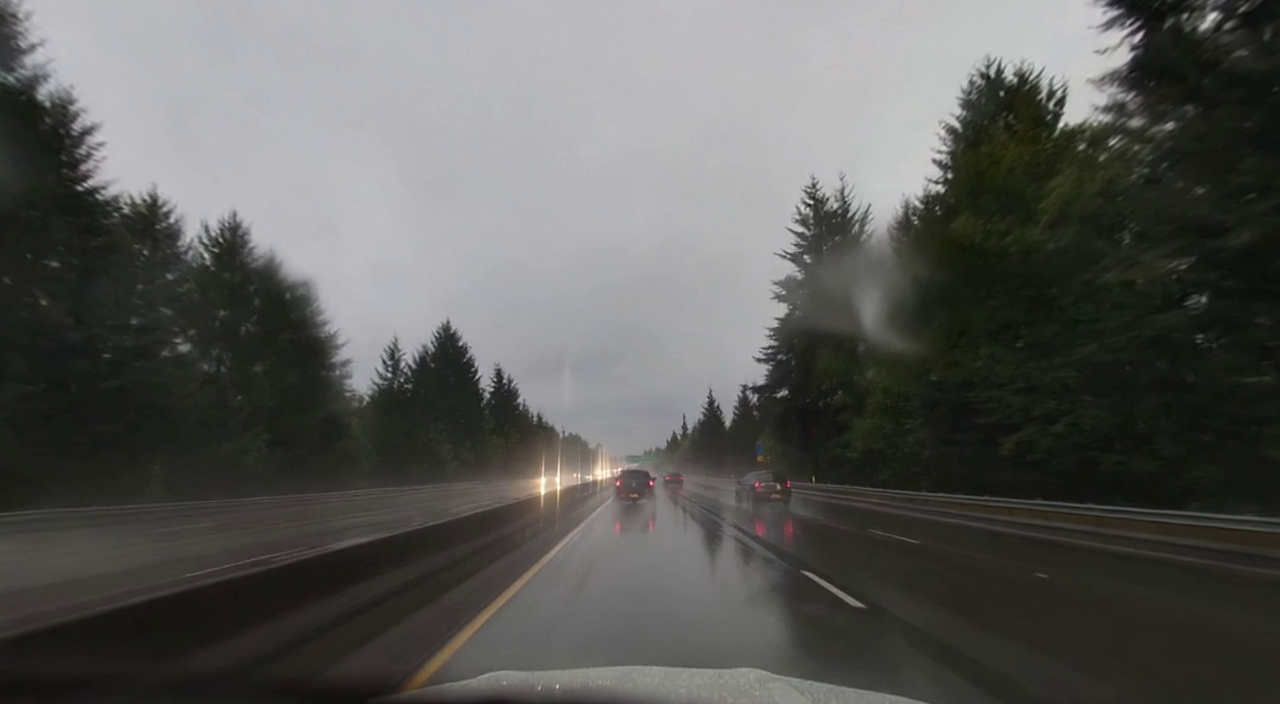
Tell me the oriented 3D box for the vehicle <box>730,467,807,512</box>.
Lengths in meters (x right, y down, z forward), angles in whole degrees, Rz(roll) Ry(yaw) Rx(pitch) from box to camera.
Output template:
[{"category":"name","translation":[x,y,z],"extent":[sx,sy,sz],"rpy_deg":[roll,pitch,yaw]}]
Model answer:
[{"category":"vehicle","translation":[4.682,5.069,23.603],"extent":[1.974,1.476,4.119],"rpy_deg":[1,-10,-1]}]

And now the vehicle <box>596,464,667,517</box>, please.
[{"category":"vehicle","translation":[-0.231,4.394,20.307],"extent":[2.060,1.473,3.726],"rpy_deg":[1,-10,0]}]
